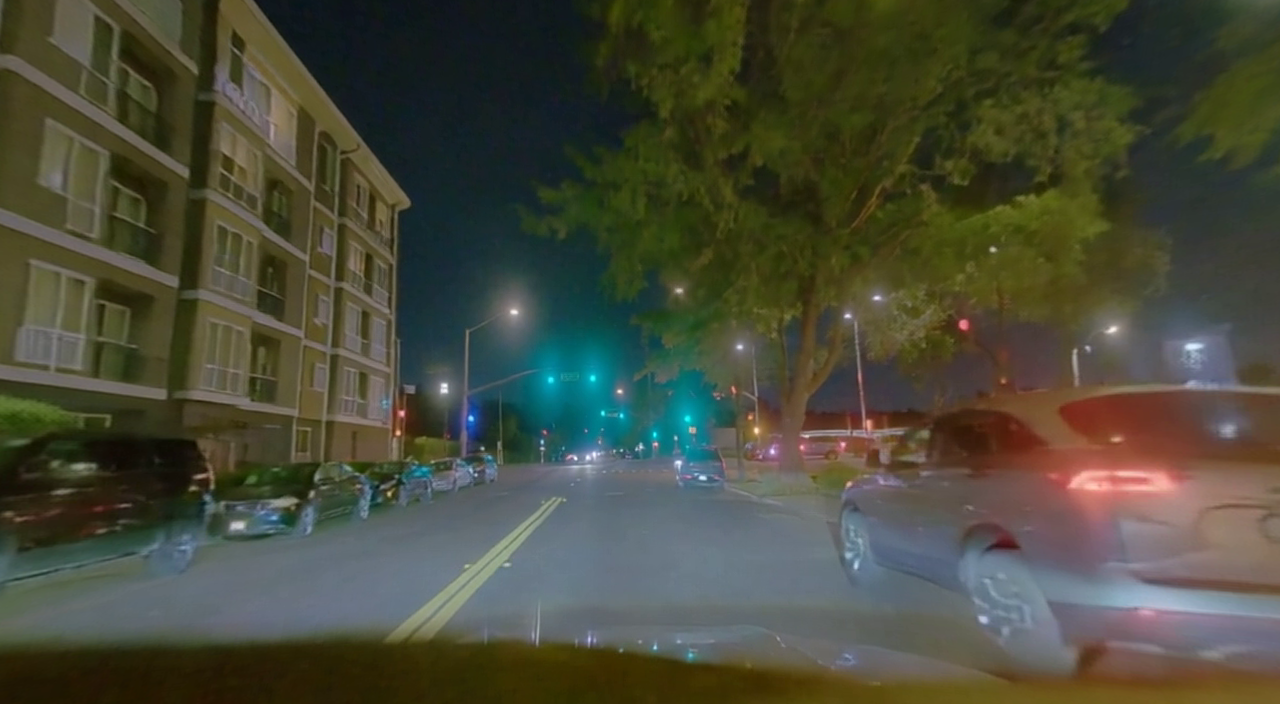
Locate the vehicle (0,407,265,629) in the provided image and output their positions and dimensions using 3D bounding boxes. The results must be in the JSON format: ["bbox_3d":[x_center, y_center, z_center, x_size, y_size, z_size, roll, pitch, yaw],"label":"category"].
[{"bbox_3d":[-6.354,1.606,6.747,1.993,1.817,4.619,0,-8,-2],"label":"vehicle"}]

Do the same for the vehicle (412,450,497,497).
[{"bbox_3d":[-6.765,4.447,23.551,1.934,1.484,4.630,0,-8,-2],"label":"vehicle"}]

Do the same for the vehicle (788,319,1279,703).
[{"bbox_3d":[2.878,1.089,4.642,2.408,1.815,4.462,0,-8,-1],"label":"vehicle"}]

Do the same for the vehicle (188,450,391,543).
[{"bbox_3d":[-6.667,2.728,12.673,1.789,1.462,4.313,0,-8,-3],"label":"vehicle"}]

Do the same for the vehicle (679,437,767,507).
[{"bbox_3d":[2.496,3.723,20.320,2.034,1.689,4.978,0,-5,-2],"label":"vehicle"}]
